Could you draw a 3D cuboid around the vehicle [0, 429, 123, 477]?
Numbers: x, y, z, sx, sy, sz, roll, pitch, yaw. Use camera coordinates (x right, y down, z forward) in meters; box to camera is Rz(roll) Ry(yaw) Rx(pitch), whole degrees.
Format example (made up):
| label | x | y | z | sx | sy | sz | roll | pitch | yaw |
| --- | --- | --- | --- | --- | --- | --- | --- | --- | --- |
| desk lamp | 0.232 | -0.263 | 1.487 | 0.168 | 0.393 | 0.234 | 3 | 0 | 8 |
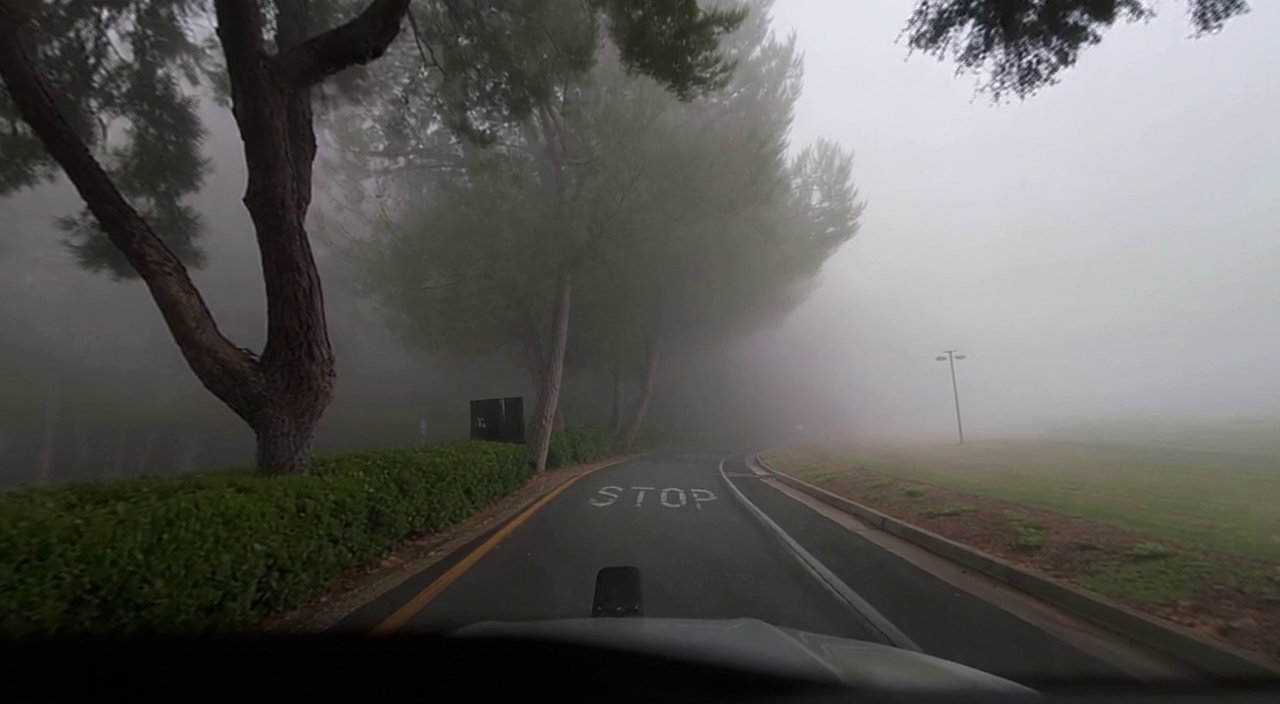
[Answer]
| label | x | y | z | sx | sy | sz | roll | pitch | yaw |
| --- | --- | --- | --- | --- | --- | --- | --- | --- | --- |
| vehicle | -28.370 | 4.927 | 30.825 | 4.733 | 1.892 | 1.939 | -4 | -4 | 2 |
